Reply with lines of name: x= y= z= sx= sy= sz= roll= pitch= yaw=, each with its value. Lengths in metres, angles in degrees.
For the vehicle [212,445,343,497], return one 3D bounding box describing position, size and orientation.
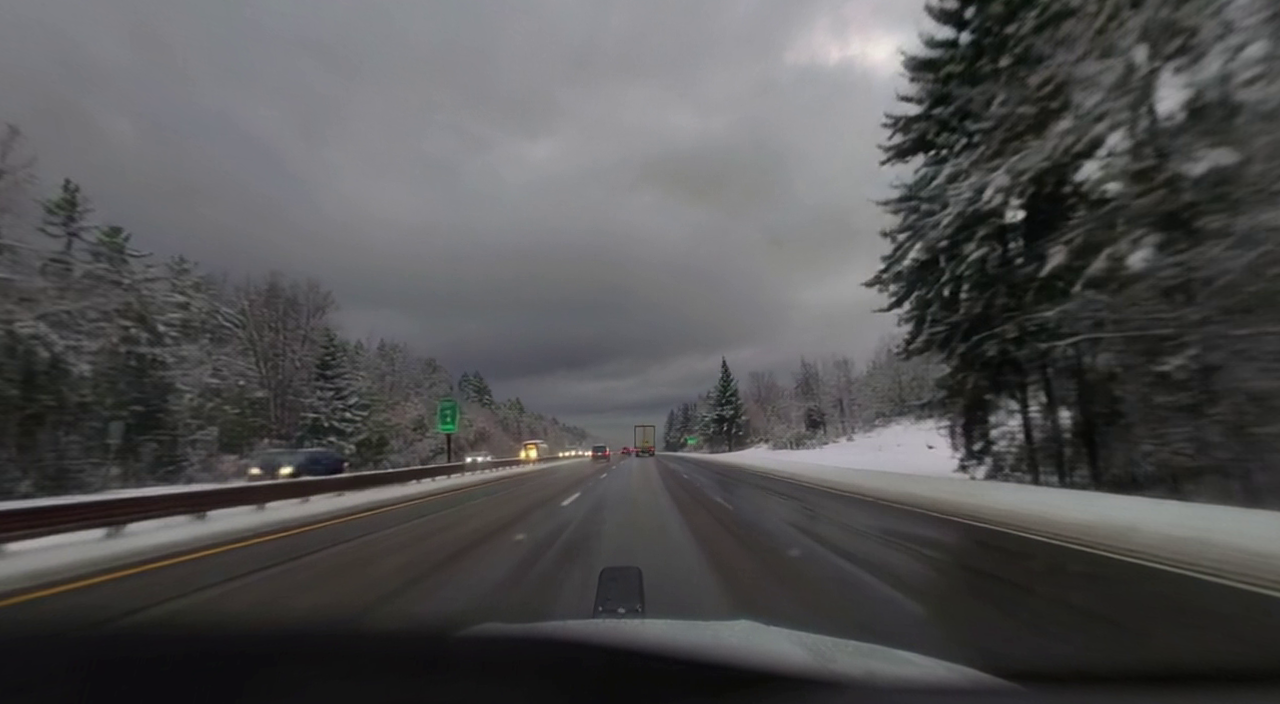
vehicle: x=-12.629 y=4.138 z=22.404 sx=1.892 sy=1.620 sz=4.611 roll=-1 pitch=-9 yaw=1
